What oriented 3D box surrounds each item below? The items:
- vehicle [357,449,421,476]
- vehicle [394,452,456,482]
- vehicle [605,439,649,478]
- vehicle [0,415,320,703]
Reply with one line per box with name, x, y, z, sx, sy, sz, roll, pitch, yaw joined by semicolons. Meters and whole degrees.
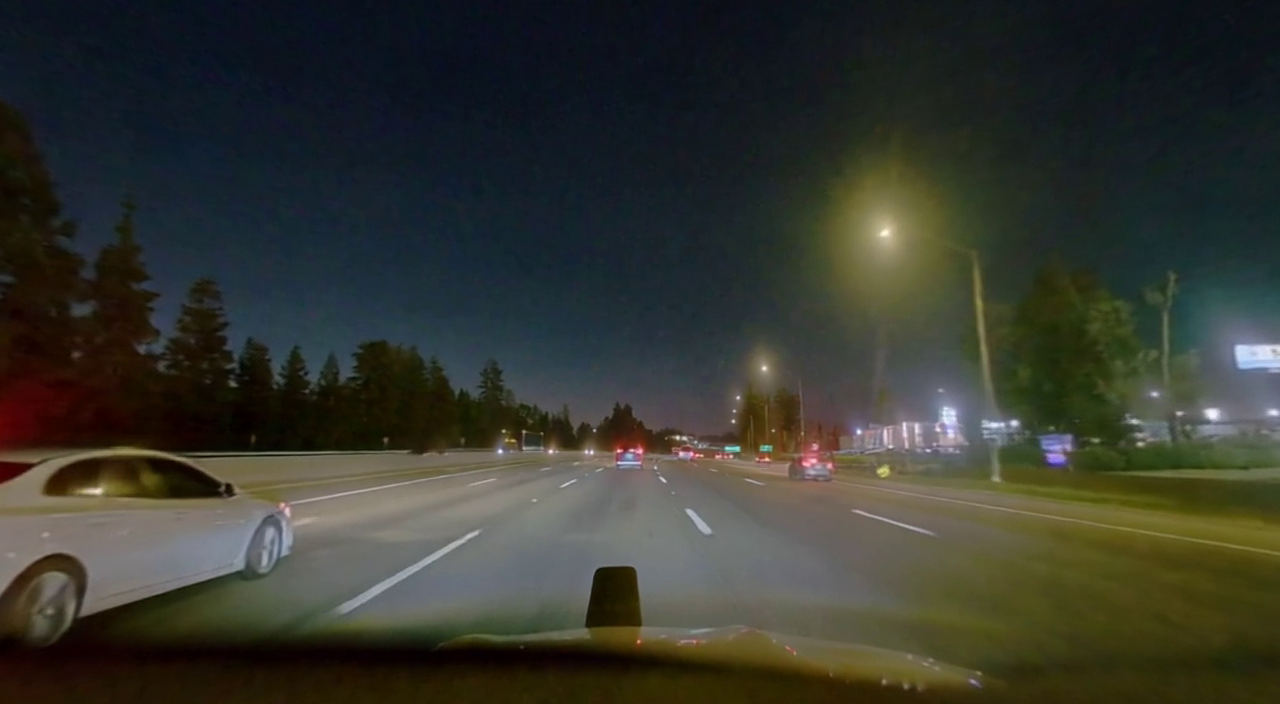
vehicle;-14.897;6.575;37.784;1.900;1.513;4.475;-1;-9;2
vehicle;-11.241;6.025;33.315;1.729;1.430;3.942;-1;-9;2
vehicle;-0.619;5.630;33.608;2.155;1.856;4.796;0;-9;1
vehicle;-4.284;1.236;4.256;1.907;1.483;4.562;0;-9;-1
